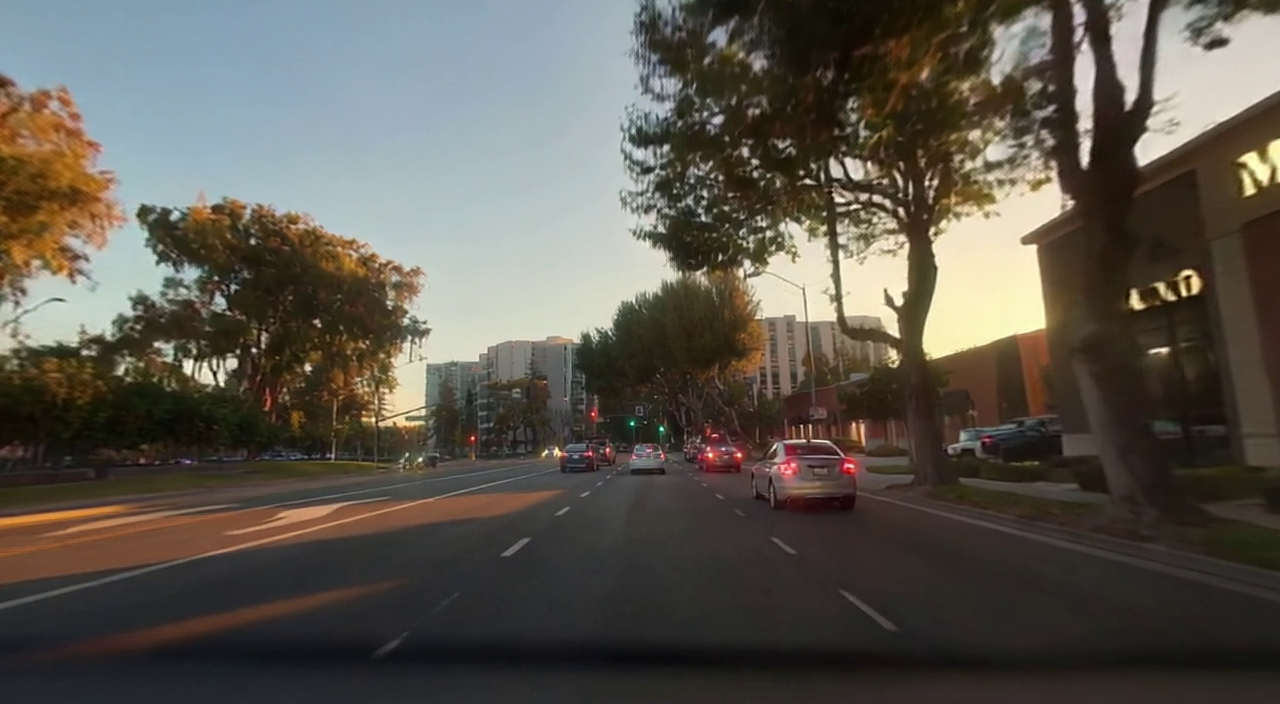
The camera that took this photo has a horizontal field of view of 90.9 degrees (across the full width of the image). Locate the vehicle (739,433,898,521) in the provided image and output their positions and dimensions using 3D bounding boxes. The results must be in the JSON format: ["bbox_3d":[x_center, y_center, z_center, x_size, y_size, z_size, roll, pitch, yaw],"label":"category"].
[{"bbox_3d":[3.358,2.434,12.857,1.948,1.474,4.360,0,-8,0],"label":"vehicle"}]

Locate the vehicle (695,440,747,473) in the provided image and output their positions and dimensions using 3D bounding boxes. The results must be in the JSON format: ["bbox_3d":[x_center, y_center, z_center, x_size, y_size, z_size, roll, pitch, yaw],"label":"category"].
[{"bbox_3d":[3.890,5.087,30.934,1.913,1.463,4.198,0,-8,-1],"label":"vehicle"}]

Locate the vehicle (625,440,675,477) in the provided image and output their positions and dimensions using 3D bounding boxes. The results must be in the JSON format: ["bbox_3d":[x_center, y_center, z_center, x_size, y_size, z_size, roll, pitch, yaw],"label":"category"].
[{"bbox_3d":[0.415,4.542,27.066,1.971,1.433,3.923,0,-8,1],"label":"vehicle"}]

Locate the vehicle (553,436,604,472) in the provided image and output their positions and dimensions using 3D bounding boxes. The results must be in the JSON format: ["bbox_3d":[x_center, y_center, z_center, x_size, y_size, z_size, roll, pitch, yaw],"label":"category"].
[{"bbox_3d":[-3.062,5.192,32.322,2.023,1.720,4.452,0,-8,2],"label":"vehicle"}]
